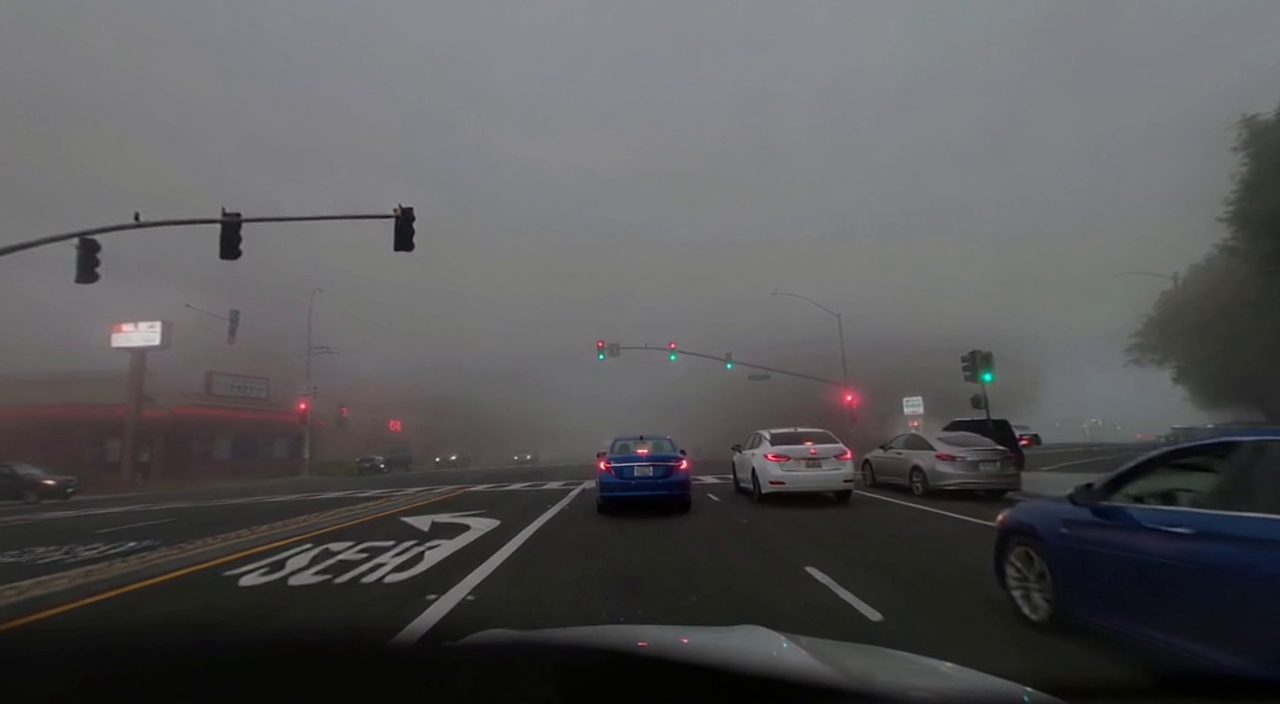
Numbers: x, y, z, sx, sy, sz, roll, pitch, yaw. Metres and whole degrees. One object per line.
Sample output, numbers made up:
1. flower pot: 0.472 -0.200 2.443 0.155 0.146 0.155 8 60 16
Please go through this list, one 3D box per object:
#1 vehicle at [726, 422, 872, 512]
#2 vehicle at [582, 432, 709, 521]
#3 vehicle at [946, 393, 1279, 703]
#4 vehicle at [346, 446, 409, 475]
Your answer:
1. vehicle: 3.251 2.470 14.018 1.973 1.633 4.717 0 -8 -1
2. vehicle: 0.056 2.402 12.731 2.135 1.468 4.076 0 -8 -1
3. vehicle: 3.534 0.963 2.926 1.889 1.473 4.643 0 -8 0
4. vehicle: -18.683 7.677 45.230 2.324 1.911 5.610 0 -8 -3
